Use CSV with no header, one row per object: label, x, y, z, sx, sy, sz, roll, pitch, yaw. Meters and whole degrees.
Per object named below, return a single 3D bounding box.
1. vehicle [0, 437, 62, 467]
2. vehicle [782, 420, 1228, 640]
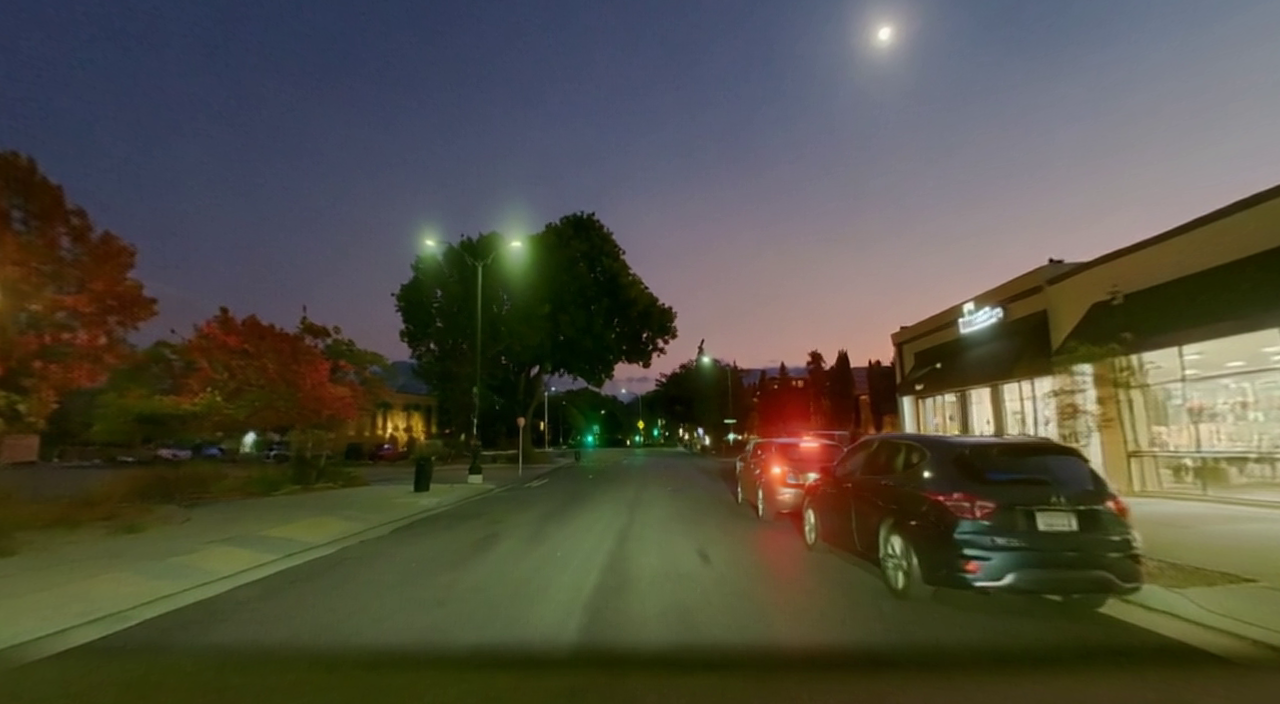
vehicle,-37.152,6.016,38.163,4.157,1.687,2.419,-6,-11,37
vehicle,3.088,1.592,6.802,2.064,1.532,4.596,0,-8,0
